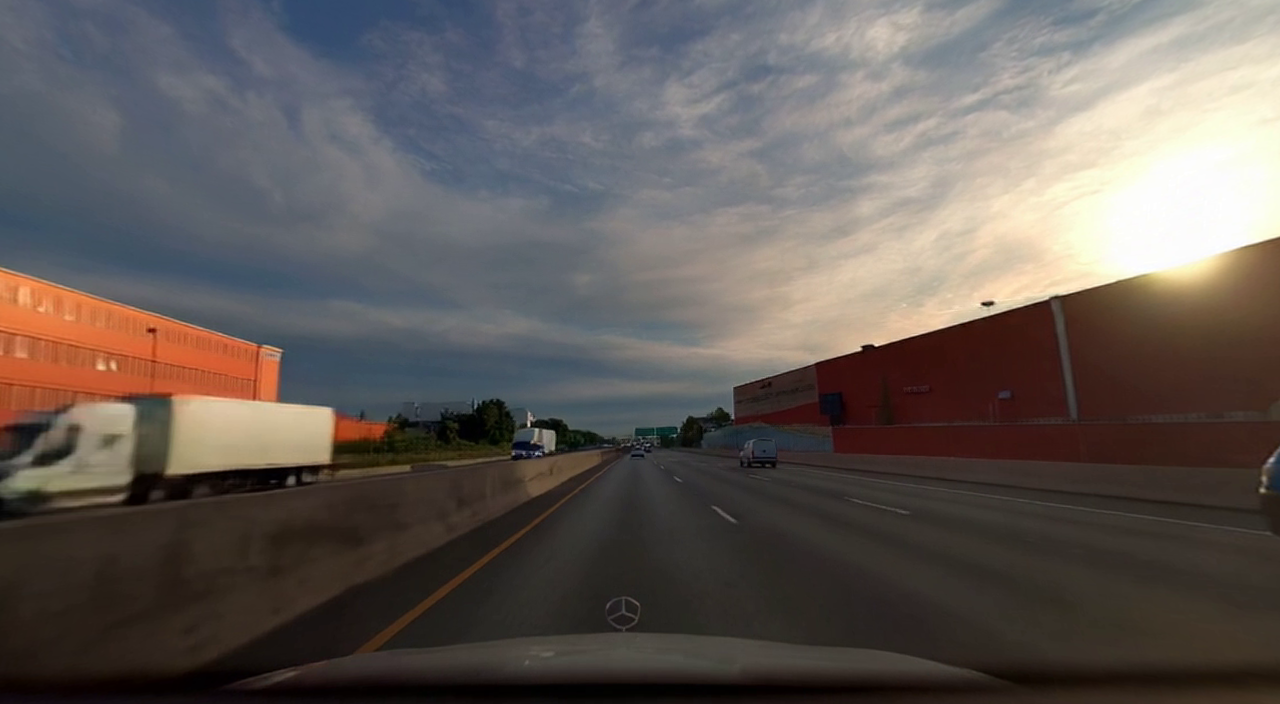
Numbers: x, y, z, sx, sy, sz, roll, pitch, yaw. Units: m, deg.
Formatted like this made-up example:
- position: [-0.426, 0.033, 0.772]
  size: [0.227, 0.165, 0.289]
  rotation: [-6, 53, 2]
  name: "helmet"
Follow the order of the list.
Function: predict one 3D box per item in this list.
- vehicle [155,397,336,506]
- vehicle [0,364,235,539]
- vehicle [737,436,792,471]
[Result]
- position: [-16.219, 4.187, 26.736]
  size: [2.886, 3.924, 7.307]
  rotation: [0, -9, -1]
  name: "vehicle"
- position: [-16.045, 2.779, 17.570]
  size: [2.966, 3.933, 9.734]
  rotation: [0, -9, -1]
  name: "vehicle"
- position: [7.393, 6.083, 37.774]
  size: [2.156, 1.943, 5.010]
  rotation: [0, -9, -1]
  name: "vehicle"
